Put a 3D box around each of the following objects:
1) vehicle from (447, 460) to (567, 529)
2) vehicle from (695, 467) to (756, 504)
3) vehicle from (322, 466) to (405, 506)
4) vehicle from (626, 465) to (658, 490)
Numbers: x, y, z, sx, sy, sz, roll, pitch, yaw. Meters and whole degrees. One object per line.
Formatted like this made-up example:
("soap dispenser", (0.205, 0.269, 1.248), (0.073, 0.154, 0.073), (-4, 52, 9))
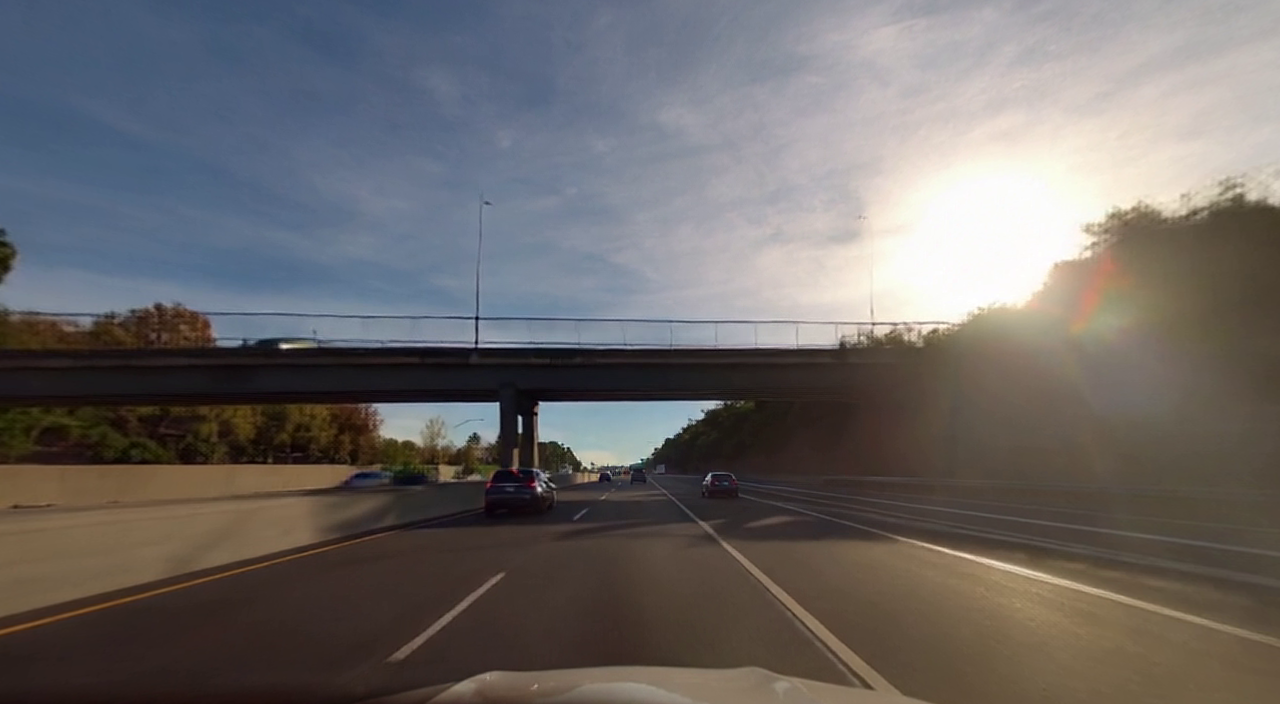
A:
("vehicle", (-3.248, 3.605, 16.321), (2.099, 1.516, 4.308), (0, -10, 1))
("vehicle", (3.773, 6.014, 28.623), (2.092, 1.518, 4.348), (1, -10, -1))
("vehicle", (-12.424, 6.018, 28.522), (1.868, 1.616, 4.107), (1, -10, 0))
("vehicle", (0.181, 8.923, 44.811), (2.181, 1.698, 4.056), (1, -10, 1))
